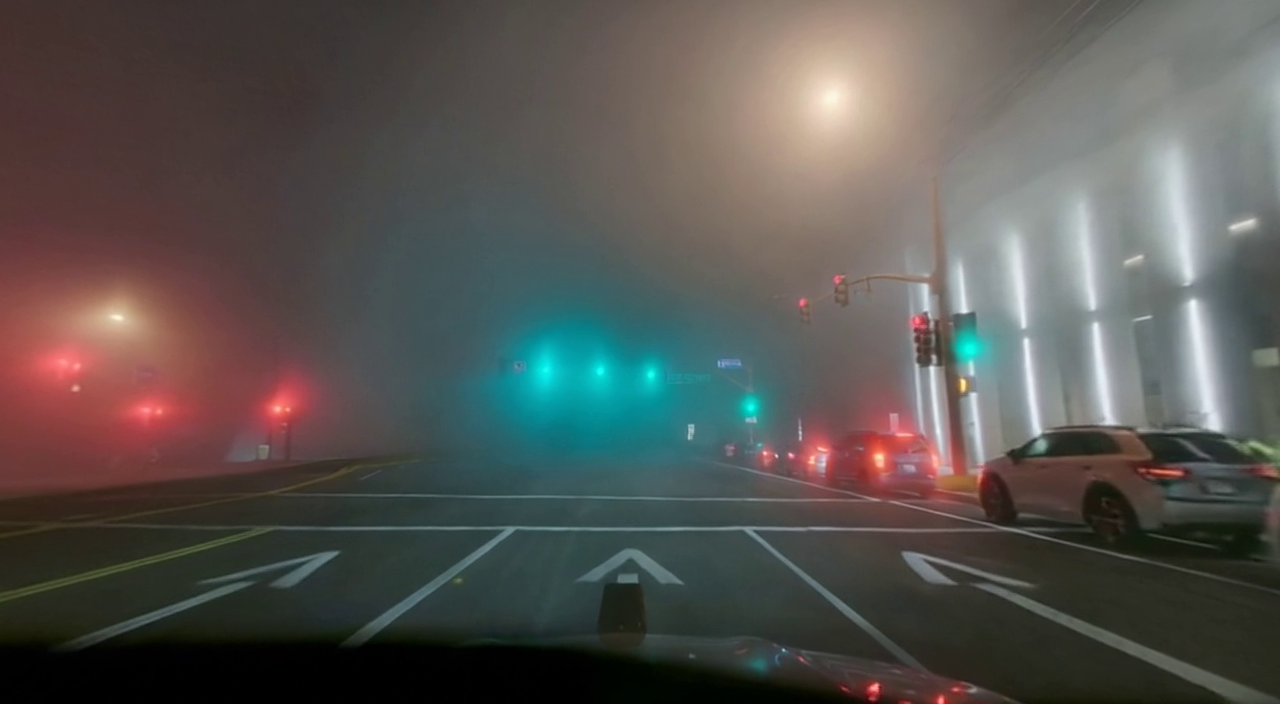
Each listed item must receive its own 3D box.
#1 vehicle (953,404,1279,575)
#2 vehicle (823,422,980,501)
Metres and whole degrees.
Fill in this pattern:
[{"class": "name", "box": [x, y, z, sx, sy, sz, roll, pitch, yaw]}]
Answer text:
[{"class": "vehicle", "box": [6.501, 1.713, 8.588, 1.973, 1.674, 4.635, 0, -9, -1]}, {"class": "vehicle", "box": [6.556, 2.806, 16.473, 1.984, 1.751, 4.759, 0, -9, -1]}]
